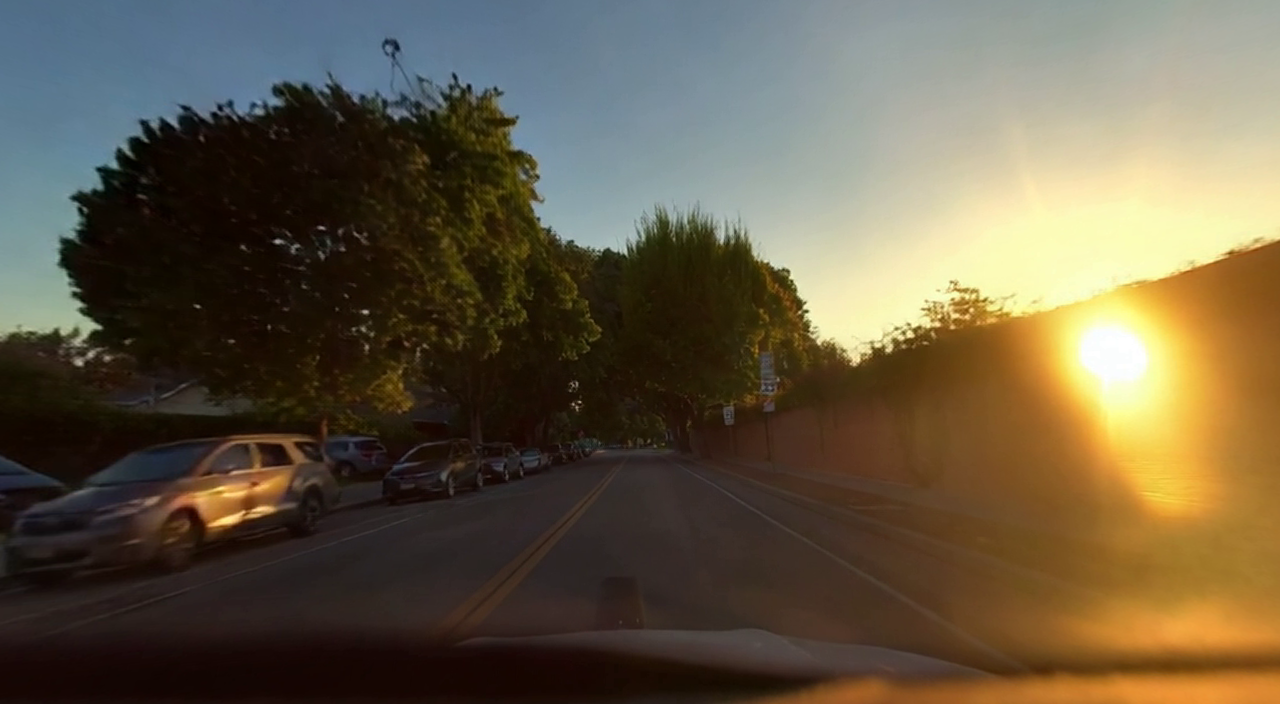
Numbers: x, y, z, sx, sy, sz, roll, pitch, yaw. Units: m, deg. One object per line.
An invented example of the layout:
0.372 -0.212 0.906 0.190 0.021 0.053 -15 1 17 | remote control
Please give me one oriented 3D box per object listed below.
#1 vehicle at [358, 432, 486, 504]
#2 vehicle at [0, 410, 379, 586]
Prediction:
-6.290 3.362 18.959 2.009 1.820 4.821 1 -8 1 | vehicle
-6.177 1.914 9.527 2.109 1.847 5.553 0 -8 0 | vehicle
